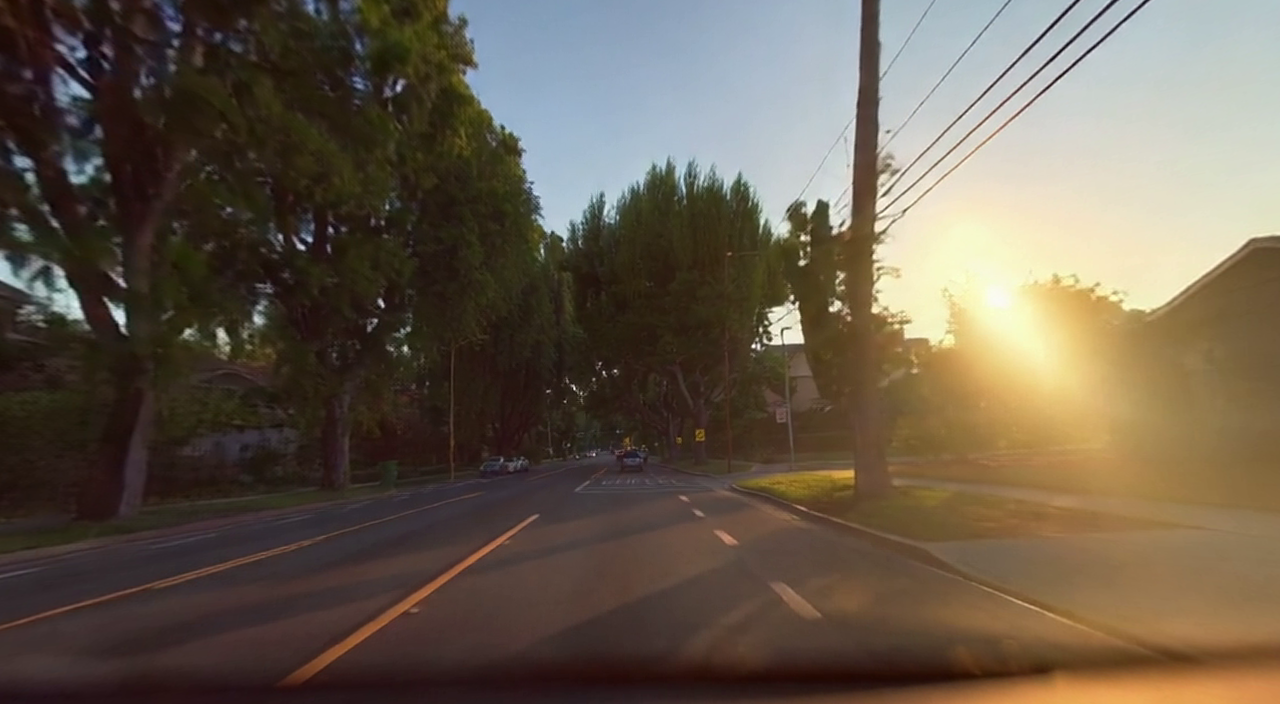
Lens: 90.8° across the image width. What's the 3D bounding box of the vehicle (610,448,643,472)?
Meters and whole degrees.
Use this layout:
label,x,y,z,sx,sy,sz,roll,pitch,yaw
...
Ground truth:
label,x,y,z,sx,sy,sz,roll,pitch,yaw
vehicle,-0.910,7.164,42.192,2.104,1.500,3.815,1,-9,-1
